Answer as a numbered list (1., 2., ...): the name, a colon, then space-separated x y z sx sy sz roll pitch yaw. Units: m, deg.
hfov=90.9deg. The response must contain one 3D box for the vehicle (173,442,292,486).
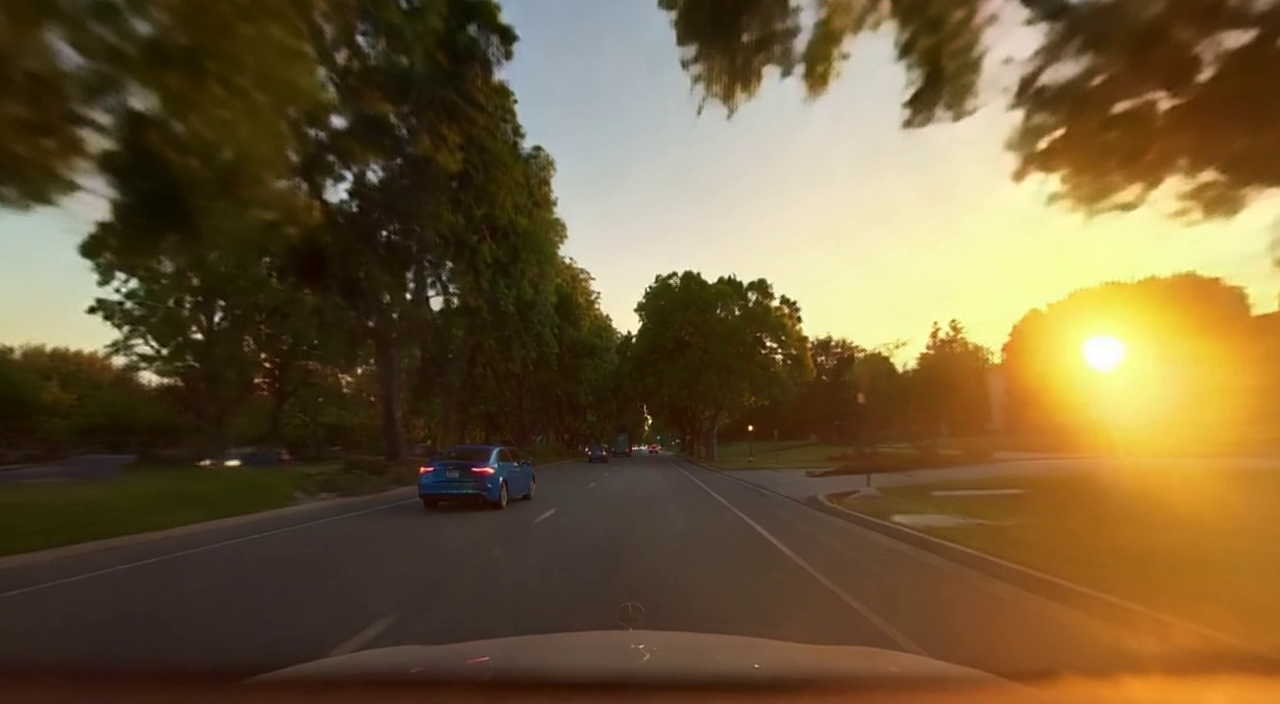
1. vehicle: -17.736 4.872 27.756 2.016 1.742 4.660 0 -9 1

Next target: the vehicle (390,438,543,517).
1. vehicle: -3.626 2.720 14.171 2.033 1.454 4.512 0 -9 2
